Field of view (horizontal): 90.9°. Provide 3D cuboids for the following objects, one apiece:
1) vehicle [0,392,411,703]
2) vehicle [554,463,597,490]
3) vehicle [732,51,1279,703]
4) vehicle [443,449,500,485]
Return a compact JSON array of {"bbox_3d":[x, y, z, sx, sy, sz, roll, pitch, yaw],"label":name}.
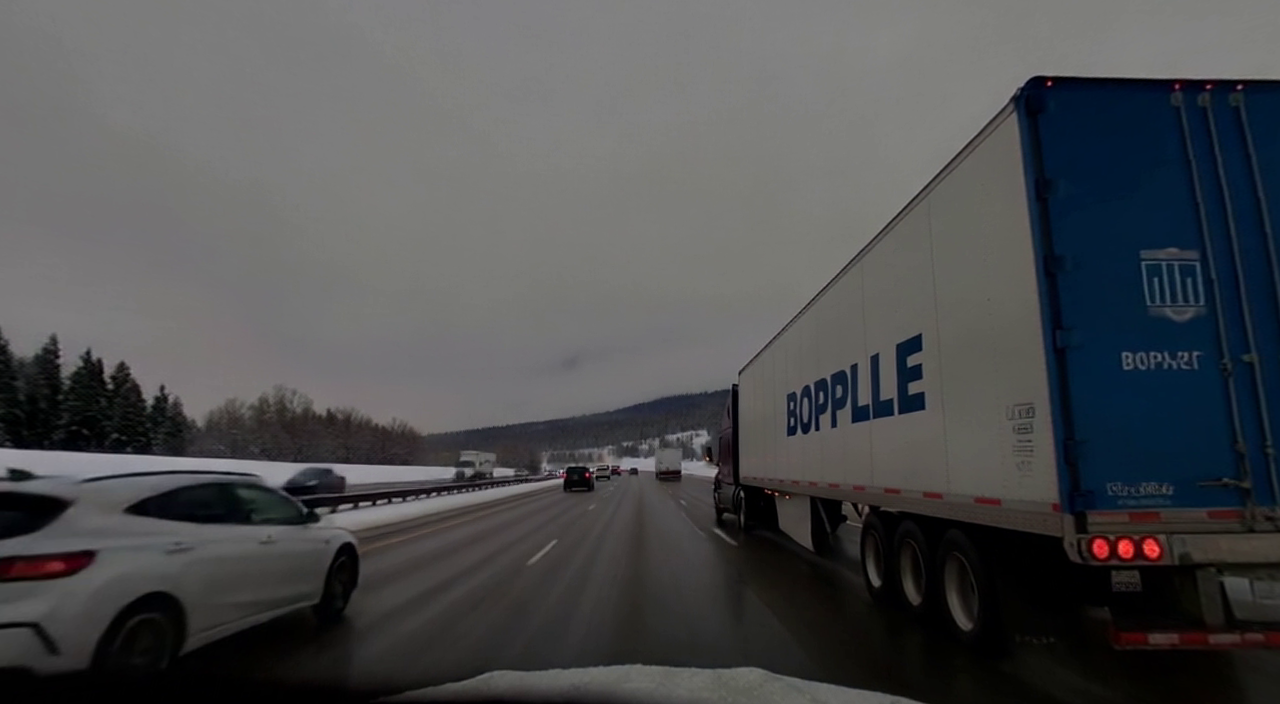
[{"bbox_3d":[-3.322,1.240,4.108,2.021,1.505,4.286,1,-11,0],"label":"vehicle"},{"bbox_3d":[-3.947,7.758,39.411,2.088,1.566,4.853,1,-11,1],"label":"vehicle"},{"bbox_3d":[4.069,1.309,10.703,2.839,4.062,14.051,1,-11,0],"label":"vehicle"},{"bbox_3d":[-12.271,8.525,46.464,2.216,2.401,6.740,1,-11,0],"label":"vehicle"}]
